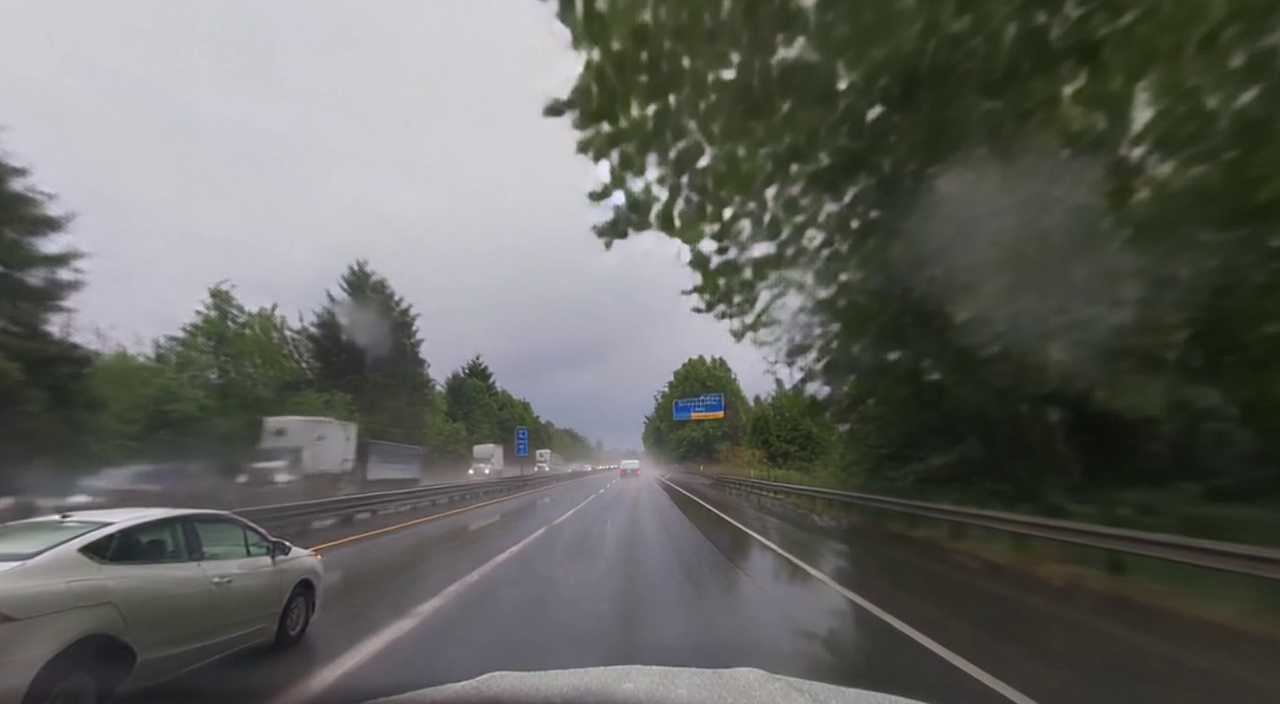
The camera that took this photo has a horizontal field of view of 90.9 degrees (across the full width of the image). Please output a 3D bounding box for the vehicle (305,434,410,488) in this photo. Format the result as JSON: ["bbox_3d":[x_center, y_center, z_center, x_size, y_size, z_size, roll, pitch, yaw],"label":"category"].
[{"bbox_3d":[-17.166,6.767,38.967,2.842,2.917,7.530,0,-10,1],"label":"vehicle"}]

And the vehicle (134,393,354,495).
[{"bbox_3d":[-17.221,4.405,28.935,3.017,3.740,10.738,1,-10,0],"label":"vehicle"}]
